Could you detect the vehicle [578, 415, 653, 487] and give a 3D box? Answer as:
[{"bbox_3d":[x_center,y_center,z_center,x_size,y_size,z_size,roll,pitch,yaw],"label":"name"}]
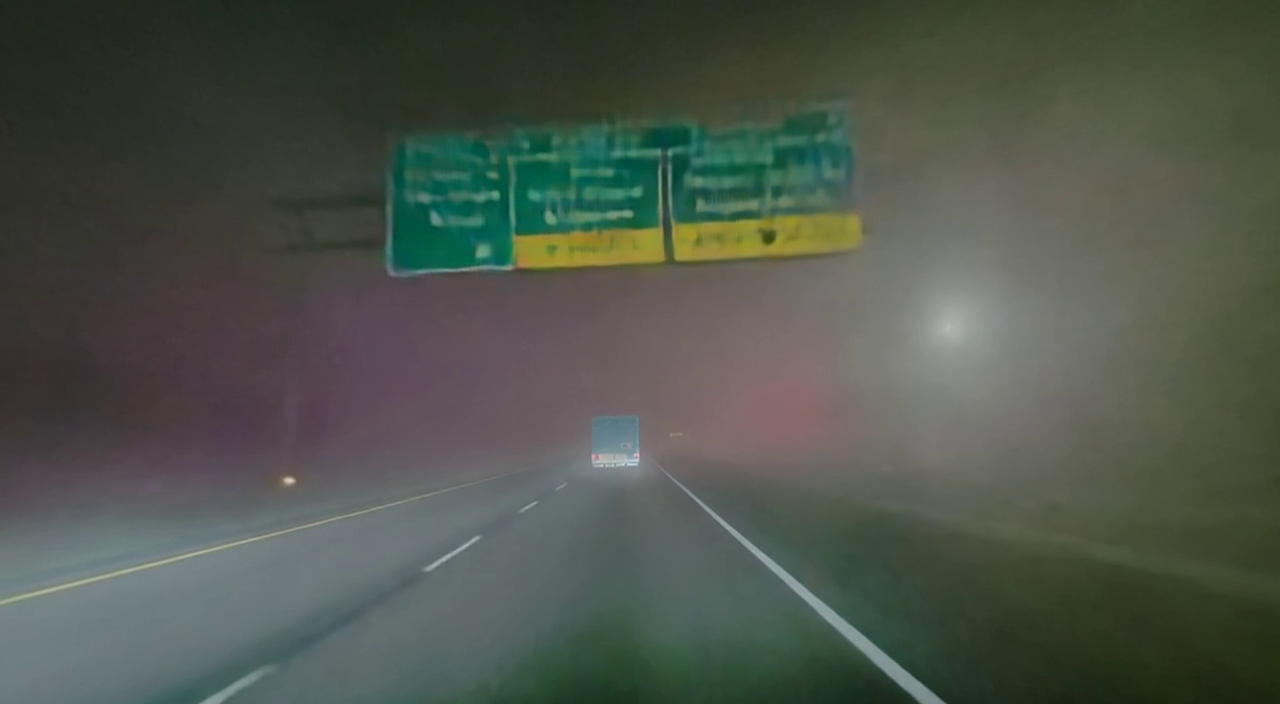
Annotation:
[{"bbox_3d":[-0.768,3.347,21.603,2.248,2.154,4.892,0,-8,-1],"label":"vehicle"}]
